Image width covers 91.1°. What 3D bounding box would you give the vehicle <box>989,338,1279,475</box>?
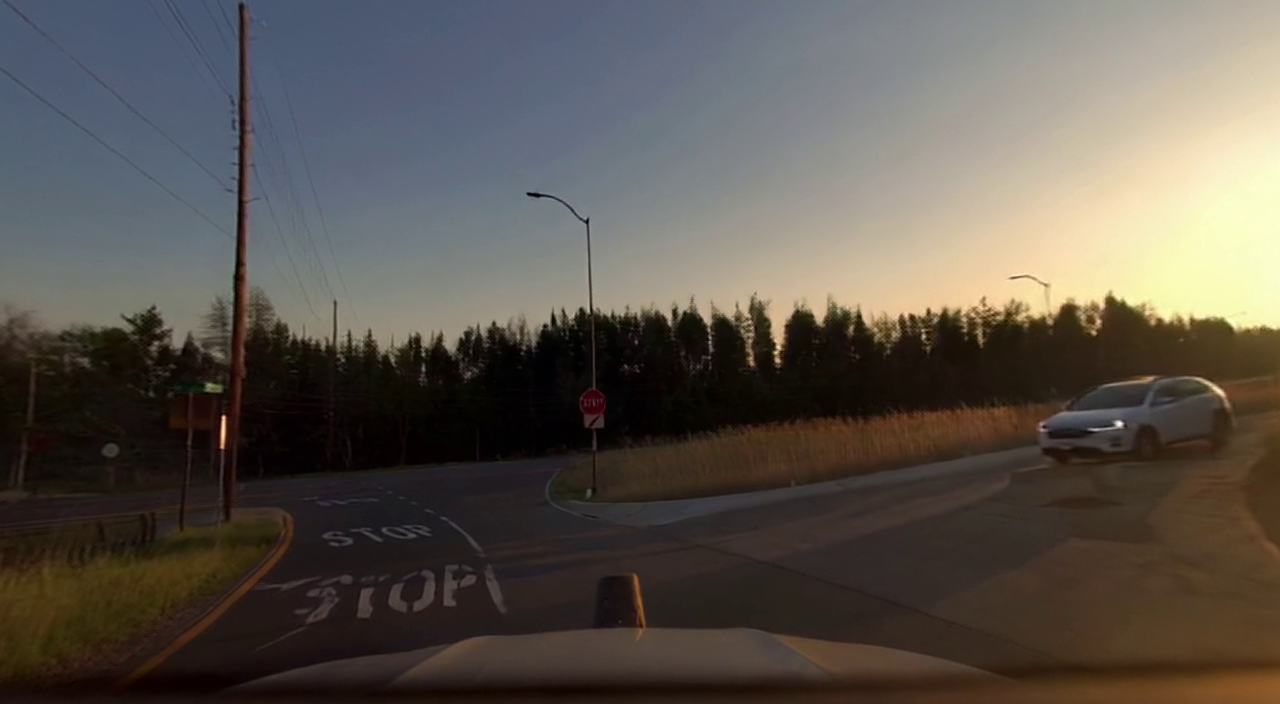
[{"bbox_3d":[9.087,0.986,11.485,4.403,1.574,1.914,-9,-6,-15],"label":"vehicle"}]
